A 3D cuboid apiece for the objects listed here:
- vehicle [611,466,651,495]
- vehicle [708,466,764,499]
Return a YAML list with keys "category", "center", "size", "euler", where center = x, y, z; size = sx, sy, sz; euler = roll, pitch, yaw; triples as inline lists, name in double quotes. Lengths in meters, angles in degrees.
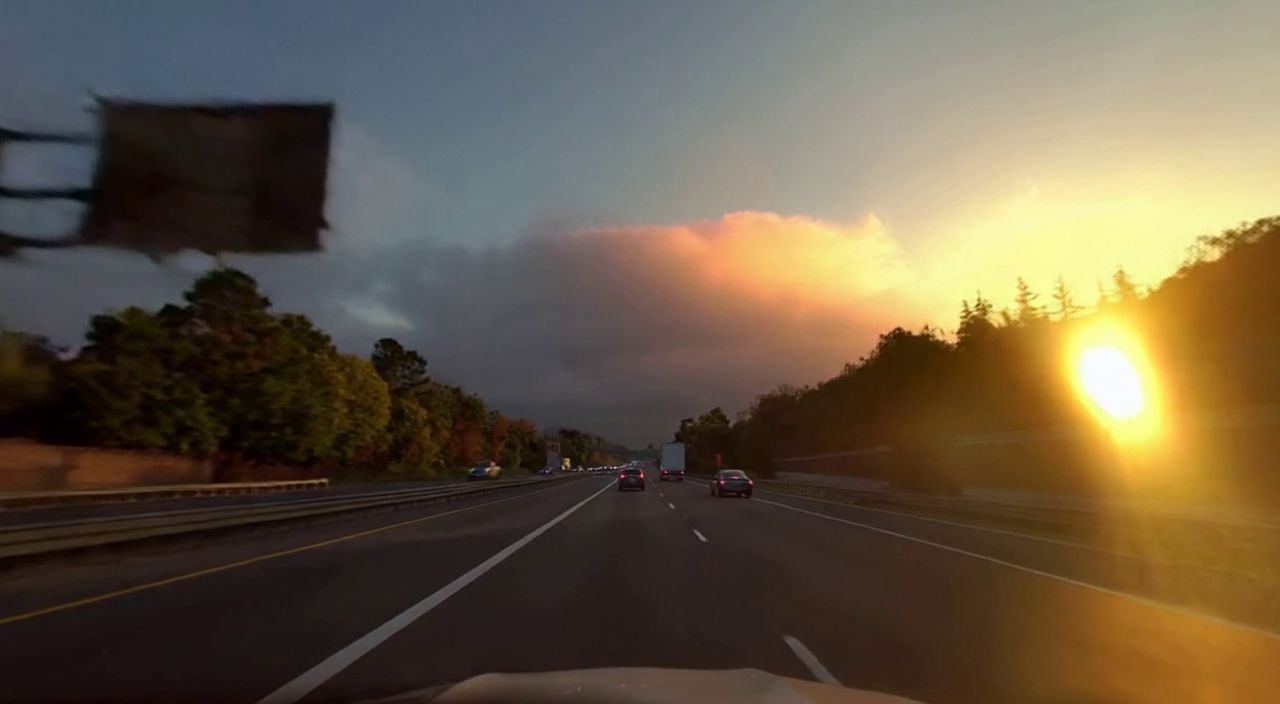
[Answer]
- category: "vehicle"
  center: [-0.455, 6.898, 34.061]
  size: [2.010, 1.436, 3.973]
  euler: [1, -10, 0]
- category: "vehicle"
  center: [4.662, 6.413, 31.217]
  size: [1.897, 1.476, 4.334]
  euler: [1, -10, -2]
